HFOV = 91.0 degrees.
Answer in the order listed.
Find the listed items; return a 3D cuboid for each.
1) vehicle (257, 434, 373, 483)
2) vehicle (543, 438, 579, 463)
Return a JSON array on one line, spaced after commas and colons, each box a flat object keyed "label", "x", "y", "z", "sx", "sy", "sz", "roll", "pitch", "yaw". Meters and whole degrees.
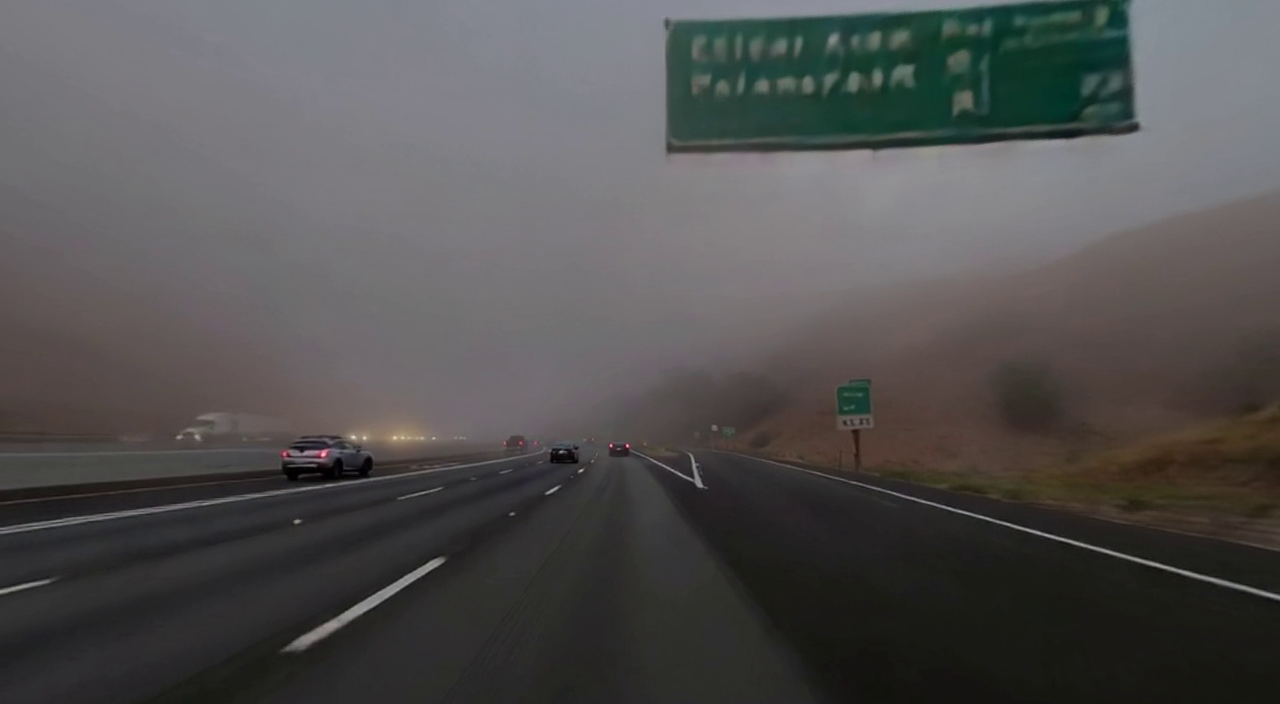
[{"label": "vehicle", "x": -12.017, "y": 3.955, "z": 23.669, "sx": 2.047, "sy": 1.645, "sz": 4.451, "roll": 0, "pitch": -8, "yaw": -1}, {"label": "vehicle", "x": -5.295, "y": 6.666, "z": 42.686, "sx": 2.060, "sy": 1.631, "sz": 4.214, "roll": 0, "pitch": -8, "yaw": -2}]
